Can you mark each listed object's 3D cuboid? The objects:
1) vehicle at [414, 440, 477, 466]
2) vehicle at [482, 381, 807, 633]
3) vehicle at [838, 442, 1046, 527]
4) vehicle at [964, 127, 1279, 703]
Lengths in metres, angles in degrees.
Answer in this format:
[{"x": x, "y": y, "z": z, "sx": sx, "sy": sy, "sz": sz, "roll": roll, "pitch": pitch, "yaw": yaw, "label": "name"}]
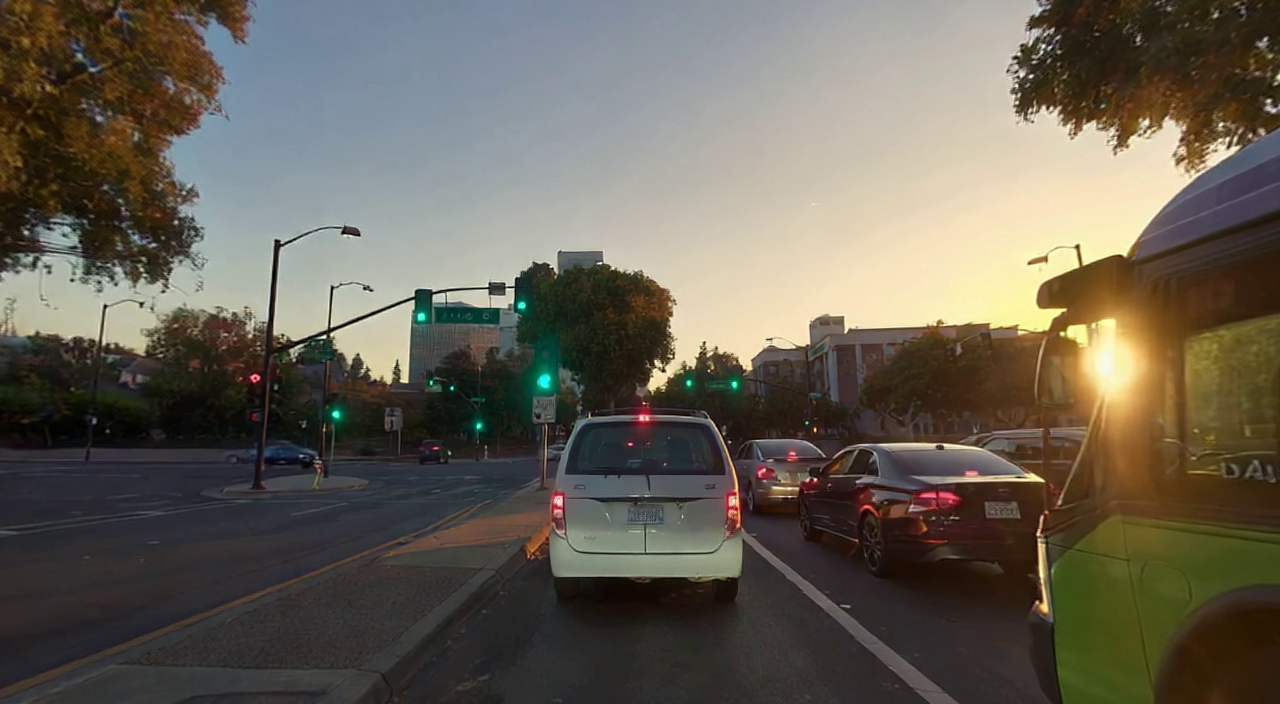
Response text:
[{"x": -13.556, "y": 7.060, "z": 43.963, "sx": 1.924, "sy": 1.720, "sz": 4.097, "roll": -4, "pitch": -9, "yaw": 23, "label": "vehicle"}, {"x": 0.004, "y": 1.474, "z": 7.001, "sx": 2.381, "sy": 1.842, "sz": 4.603, "roll": 0, "pitch": -8, "yaw": -1, "label": "vehicle"}, {"x": 5.967, "y": 2.637, "z": 13.222, "sx": 1.987, "sy": 1.457, "sz": 4.675, "roll": 0, "pitch": -8, "yaw": -1, "label": "vehicle"}, {"x": 2.609, "y": 0.316, "z": 0.421, "sx": 2.037, "sy": 2.065, "sz": 5.037, "roll": 0, "pitch": -8, "yaw": 0, "label": "vehicle"}]
